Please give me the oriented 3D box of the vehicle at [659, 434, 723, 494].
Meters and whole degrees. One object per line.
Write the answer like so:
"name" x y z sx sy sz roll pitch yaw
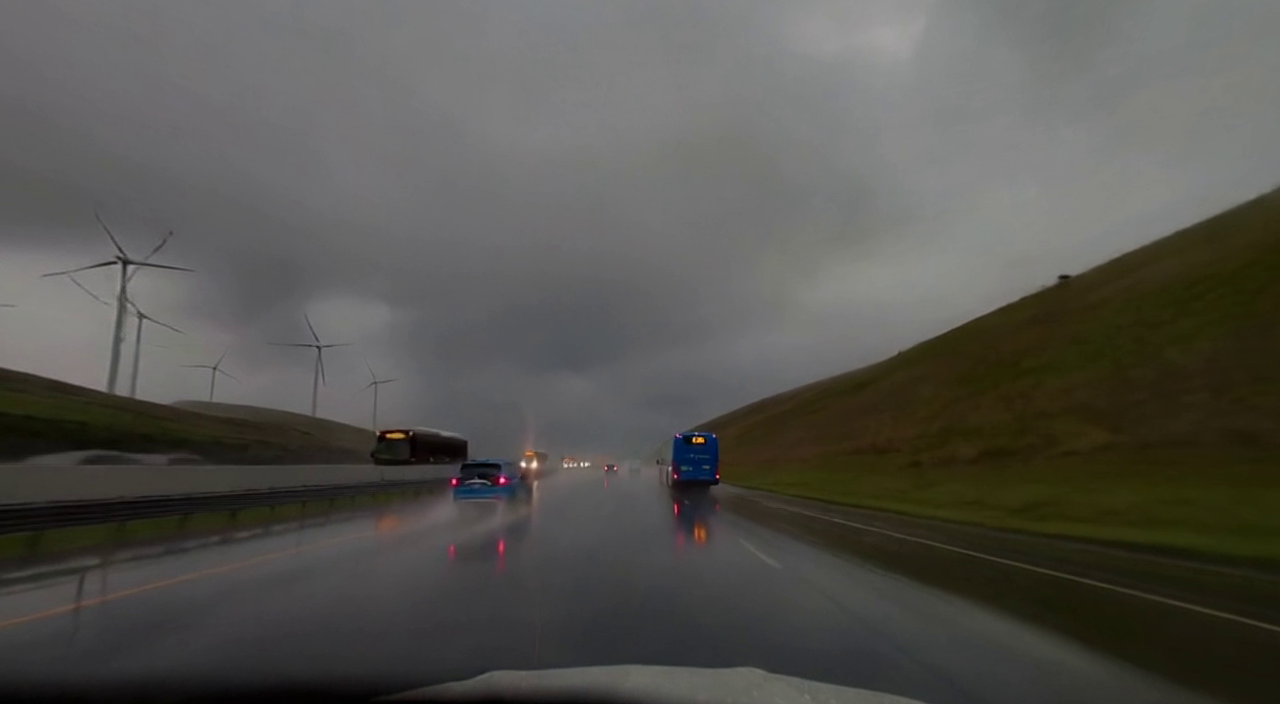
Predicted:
"vehicle" 3.361 8.214 45.895 2.941 3.574 14.463 1 -11 -2

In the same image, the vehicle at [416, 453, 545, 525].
"vehicle" -3.950 3.516 16.482 2.213 1.568 4.274 1 -11 0
